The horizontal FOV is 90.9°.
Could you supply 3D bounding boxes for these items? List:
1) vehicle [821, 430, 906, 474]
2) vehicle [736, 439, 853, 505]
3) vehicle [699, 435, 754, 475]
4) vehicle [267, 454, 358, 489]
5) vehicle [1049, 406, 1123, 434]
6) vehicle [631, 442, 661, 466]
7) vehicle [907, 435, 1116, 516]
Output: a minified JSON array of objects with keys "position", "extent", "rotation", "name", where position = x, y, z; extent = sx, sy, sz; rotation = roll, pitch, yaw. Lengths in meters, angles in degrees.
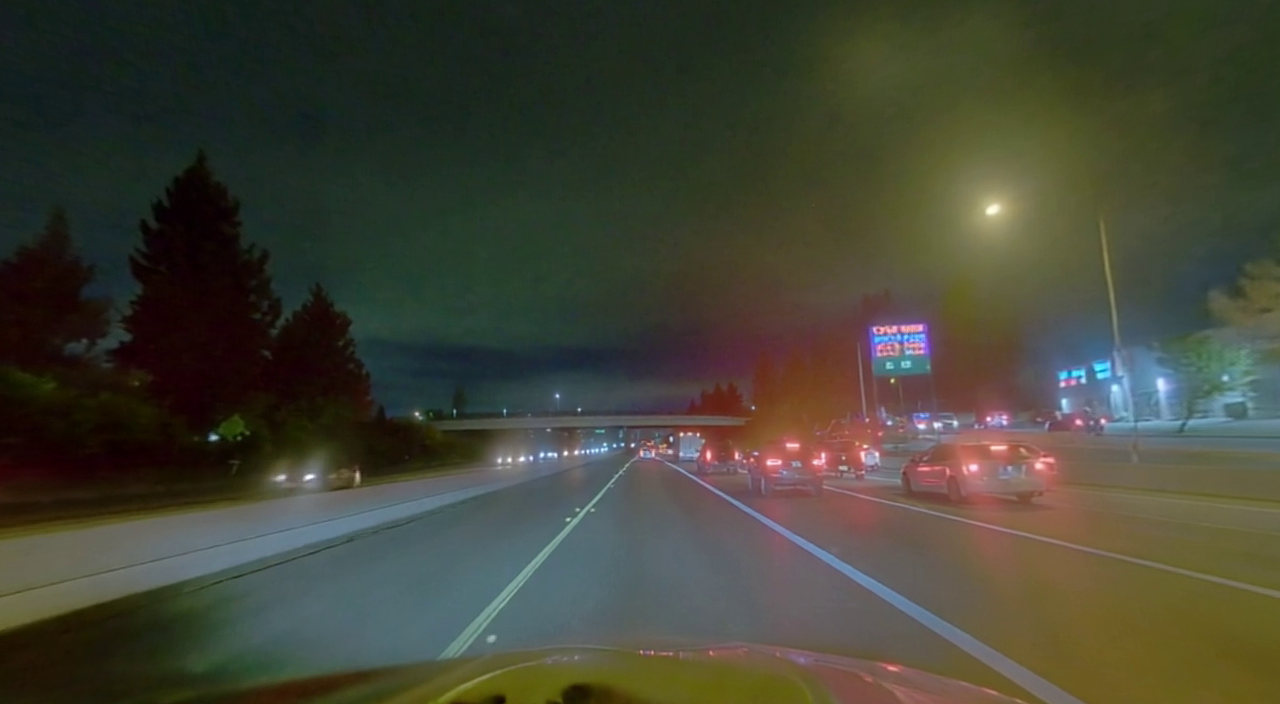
[{"position":[11.168,5.029,32.008],"extent":[2.193,2.025,5.606],"rotation":[0,-8,0],"name":"vehicle"},{"position":[3.868,3.077,16.655],"extent":[1.902,1.481,4.451],"rotation":[0,-8,-1],"name":"vehicle"},{"position":[4.295,5.214,32.115],"extent":[2.086,1.858,4.737],"rotation":[0,-8,-1],"name":"vehicle"},{"position":[-15.357,5.591,29.903],"extent":[1.897,1.468,4.391],"rotation":[0,-8,1],"name":"vehicle"},{"position":[32.759,5.095,46.556],"extent":[2.131,1.840,4.870],"rotation":[-1,-8,4],"name":"vehicle"},{"position":[0.394,7.488,46.424],"extent":[2.124,1.639,4.122],"rotation":[0,-8,0],"name":"vehicle"},{"position":[7.806,2.616,13.877],"extent":[1.919,1.476,4.303],"rotation":[0,-8,-1],"name":"vehicle"}]
